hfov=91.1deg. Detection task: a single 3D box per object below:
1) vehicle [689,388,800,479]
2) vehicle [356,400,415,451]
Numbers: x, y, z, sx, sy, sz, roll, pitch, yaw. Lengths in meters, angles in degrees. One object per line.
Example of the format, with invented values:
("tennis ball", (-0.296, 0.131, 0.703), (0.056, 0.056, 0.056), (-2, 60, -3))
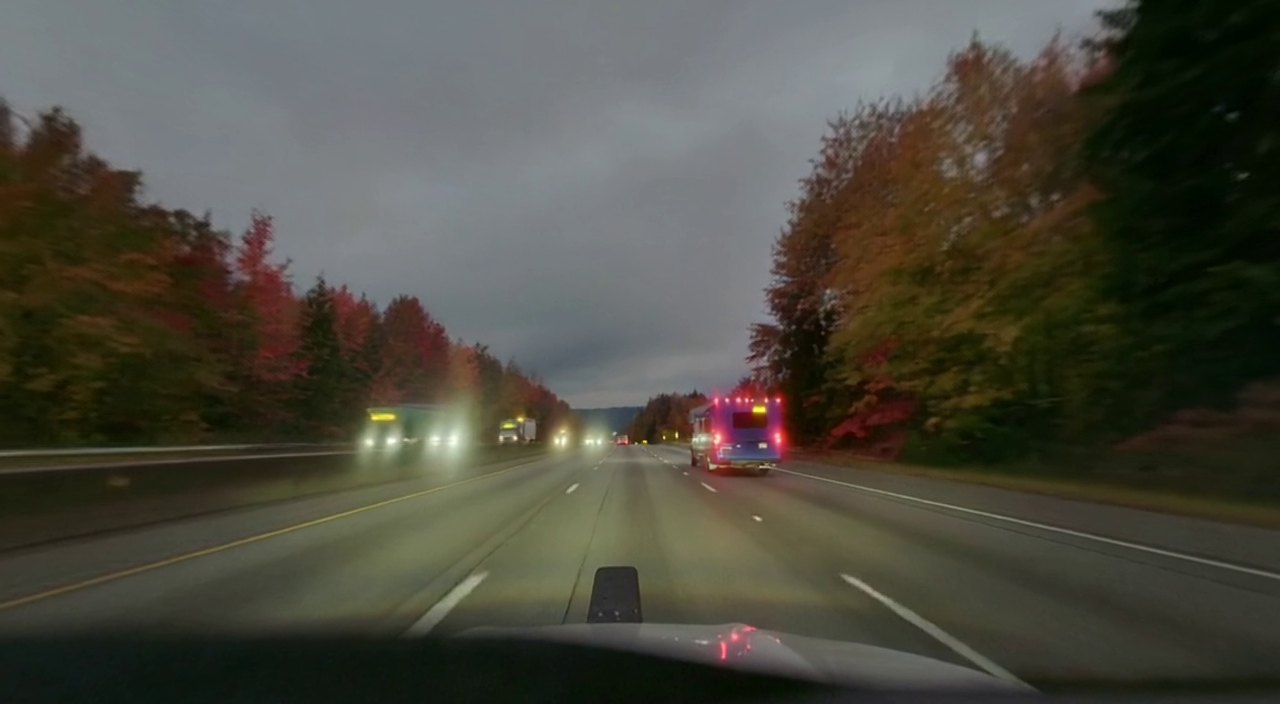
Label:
("vehicle", (3.624, 3.062, 23.680), (2.815, 2.876, 7.101), (0, -8, -1))
("vehicle", (-20.023, 5.797, 49.637), (3.298, 3.890, 2.971), (0, -8, -3))
